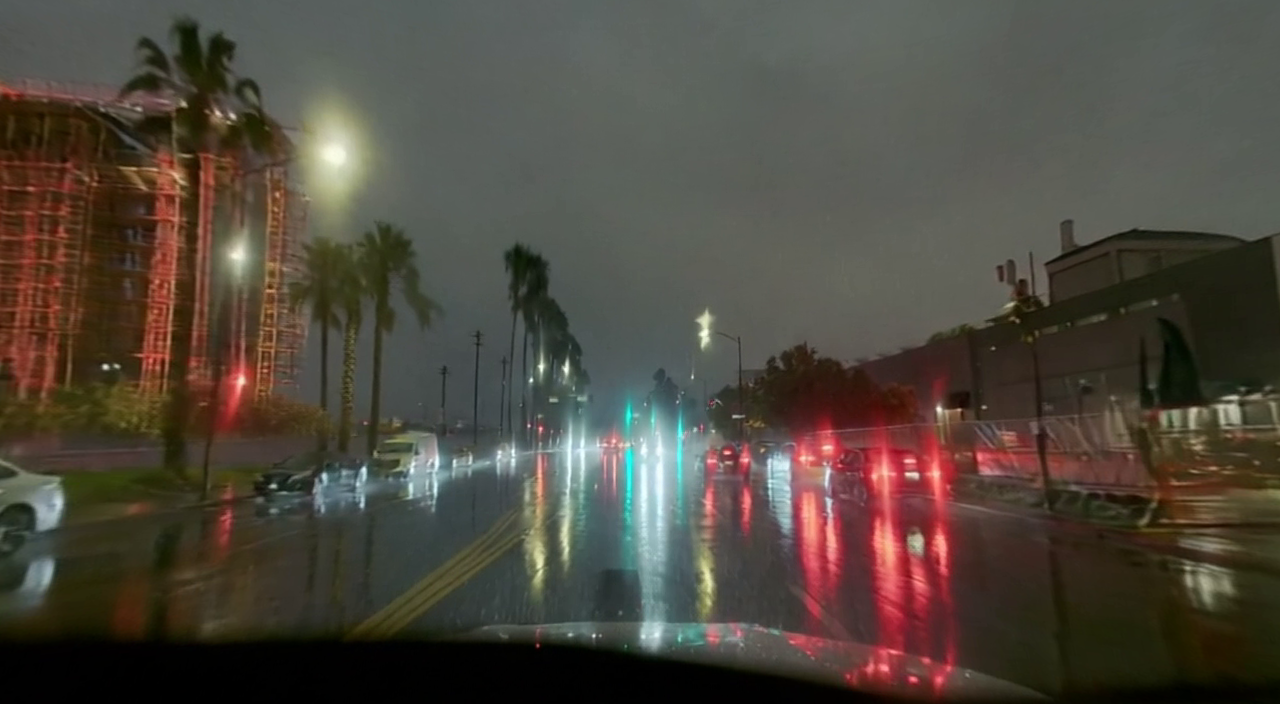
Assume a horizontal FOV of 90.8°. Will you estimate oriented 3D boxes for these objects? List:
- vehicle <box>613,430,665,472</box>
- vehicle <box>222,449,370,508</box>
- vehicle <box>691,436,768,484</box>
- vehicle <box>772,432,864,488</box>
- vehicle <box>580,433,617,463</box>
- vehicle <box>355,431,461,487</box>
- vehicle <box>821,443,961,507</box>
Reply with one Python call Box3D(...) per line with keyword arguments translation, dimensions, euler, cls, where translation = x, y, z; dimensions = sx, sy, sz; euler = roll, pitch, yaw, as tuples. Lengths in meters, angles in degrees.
Box3D(translation=(-0.060, 4.641, 29.695), dimensions=(2.264, 1.798, 4.258), euler=(0, -8, 0), cls="vehicle")
Box3D(translation=(-9.971, 3.649, 18.841), dimensions=(1.804, 1.478, 4.734), euler=(0, -8, 0), cls="vehicle")
Box3D(translation=(3.010, 3.724, 22.077), dimensions=(1.999, 1.487, 3.939), euler=(0, -8, -2), cls="vehicle")
Box3D(translation=(6.256, 3.855, 22.823), dimensions=(1.886, 1.792, 4.525), euler=(0, -8, -1), cls="vehicle")
Box3D(translation=(-2.718, 6.475, 42.603), dimensions=(2.180, 1.879, 4.452), euler=(0, -8, 1), cls="vehicle")
Box3D(translation=(-10.070, 4.775, 28.049), dimensions=(2.294, 1.948, 6.025), euler=(-6, -10, 0), cls="vehicle")
Box3D(translation=(6.424, 3.161, 16.772), dimensions=(1.819, 1.435, 4.337), euler=(0, -8, -1), cls="vehicle")
